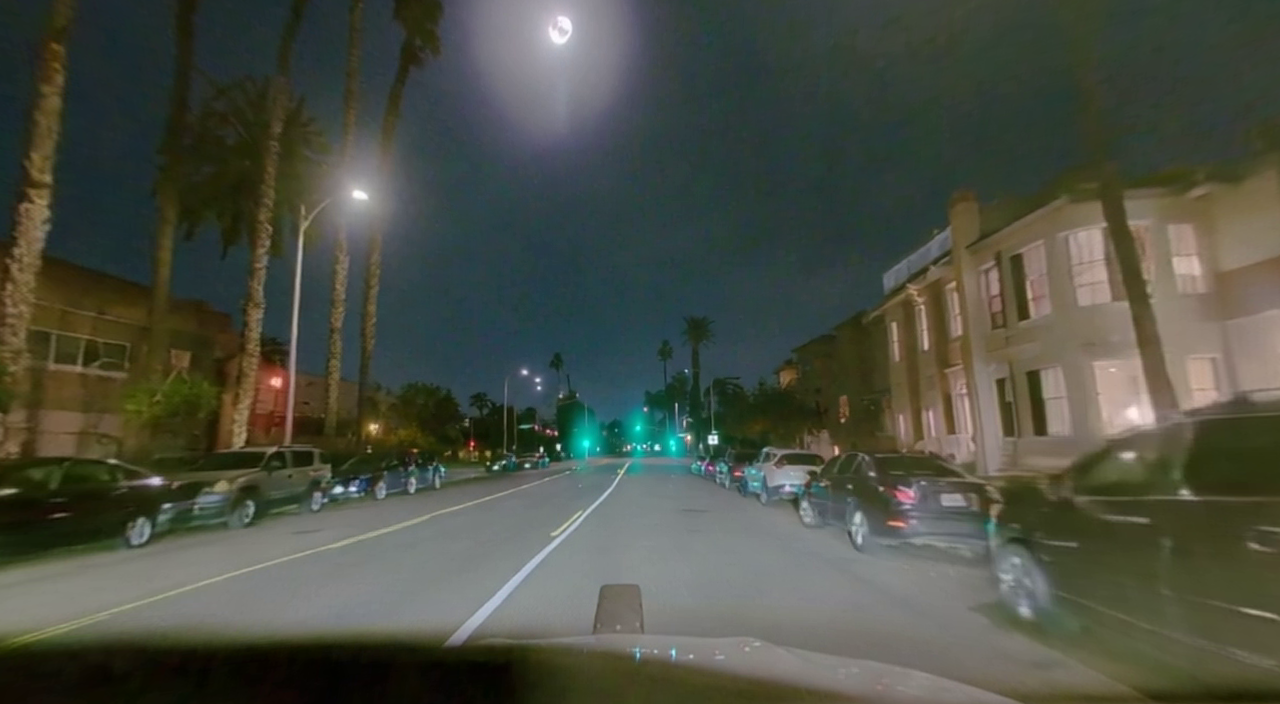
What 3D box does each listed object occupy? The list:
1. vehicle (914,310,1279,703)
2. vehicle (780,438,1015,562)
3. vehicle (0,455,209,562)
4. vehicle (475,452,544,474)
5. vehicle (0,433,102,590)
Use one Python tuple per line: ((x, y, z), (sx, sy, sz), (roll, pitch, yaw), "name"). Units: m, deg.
((3.786, 0.931, 3.624), (2.121, 1.929, 4.763), (1, -8, -2), "vehicle")
((3.652, 2.147, 10.036), (1.819, 1.487, 4.537), (0, -8, 0), "vehicle")
((-9.350, 2.382, 9.938), (3.867, 1.471, 1.852), (4, -9, -23), "vehicle")
((-9.162, 7.752, 44.332), (4.419, 1.486, 1.808), (3, -9, -21), "vehicle")
((-9.093, 1.786, 7.191), (4.009, 1.712, 1.895), (4, -9, -25), "vehicle")
